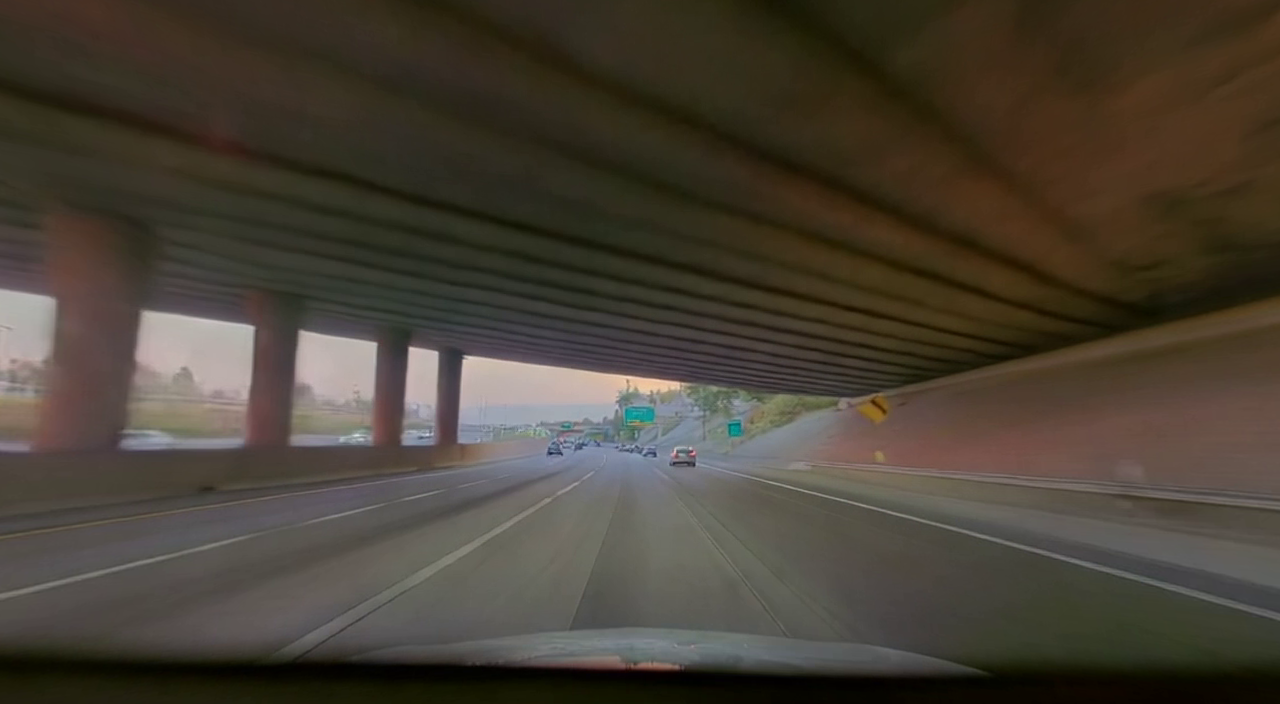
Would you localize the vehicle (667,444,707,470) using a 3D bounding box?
[{"bbox_3d":[2.855,6.487,39.370,2.059,1.509,4.670,0,-8,-1],"label":"vehicle"}]
